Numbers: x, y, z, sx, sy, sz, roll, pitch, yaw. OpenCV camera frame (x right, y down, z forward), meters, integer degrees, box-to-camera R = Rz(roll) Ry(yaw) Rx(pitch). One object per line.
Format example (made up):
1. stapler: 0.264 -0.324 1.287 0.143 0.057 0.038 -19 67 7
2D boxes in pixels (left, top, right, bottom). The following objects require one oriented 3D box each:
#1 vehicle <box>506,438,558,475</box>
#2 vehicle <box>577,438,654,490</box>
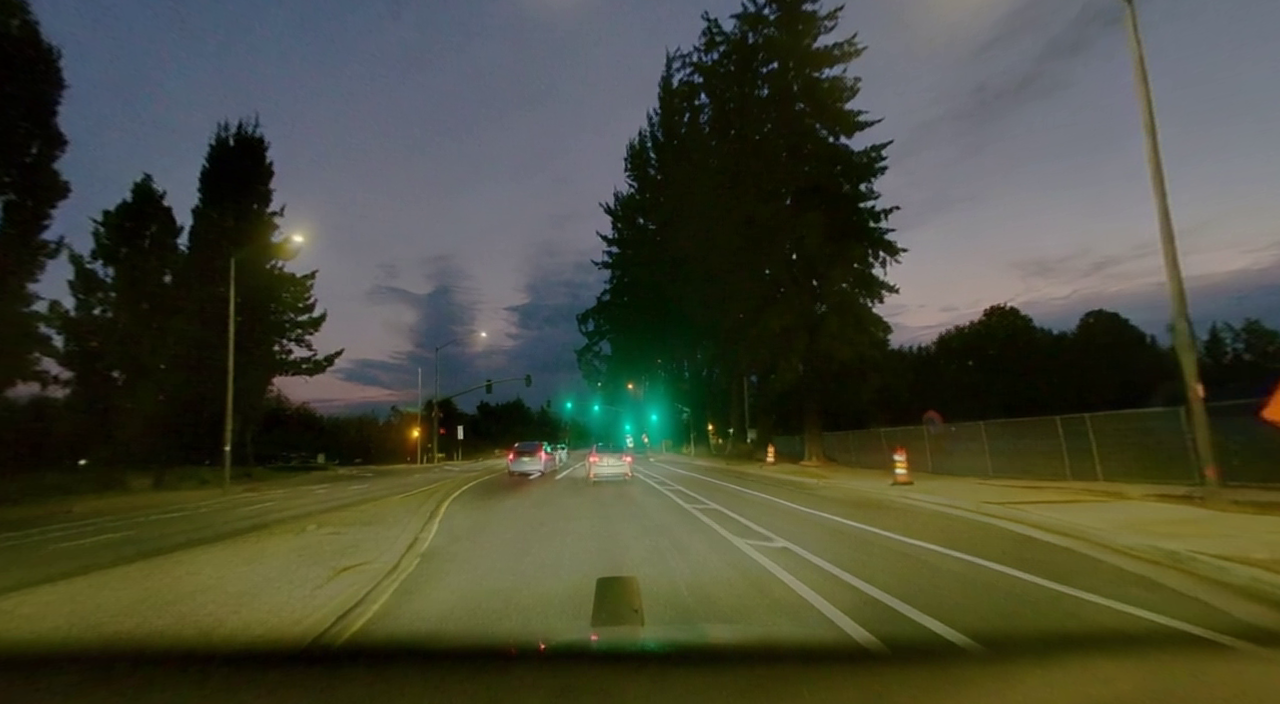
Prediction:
1. vehicle: -5.167 5.075 30.876 2.077 1.665 4.206 1 -8 -4
2. vehicle: -0.942 3.663 21.094 2.266 1.508 4.430 1 -8 -6
